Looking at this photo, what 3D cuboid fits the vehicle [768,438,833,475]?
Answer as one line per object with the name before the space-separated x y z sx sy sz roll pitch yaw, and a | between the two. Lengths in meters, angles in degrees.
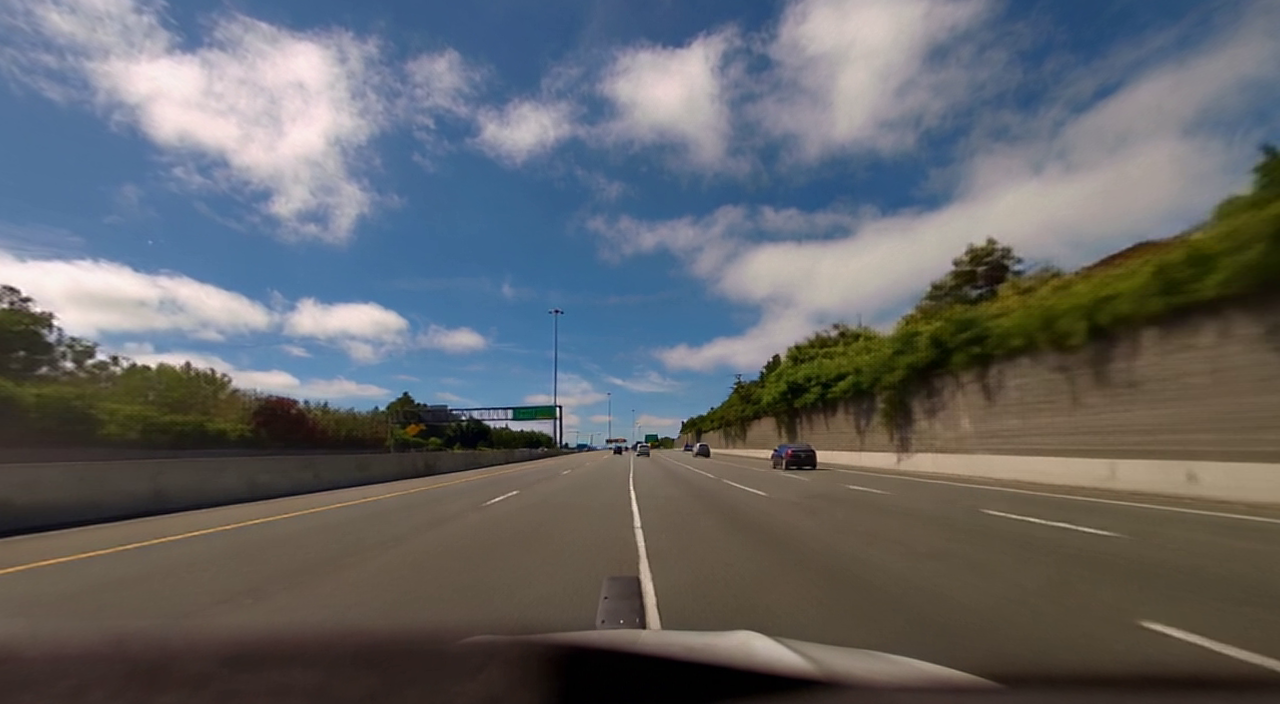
vehicle | 8.303 5.442 33.053 2.167 1.781 4.340 0 -9 -1
